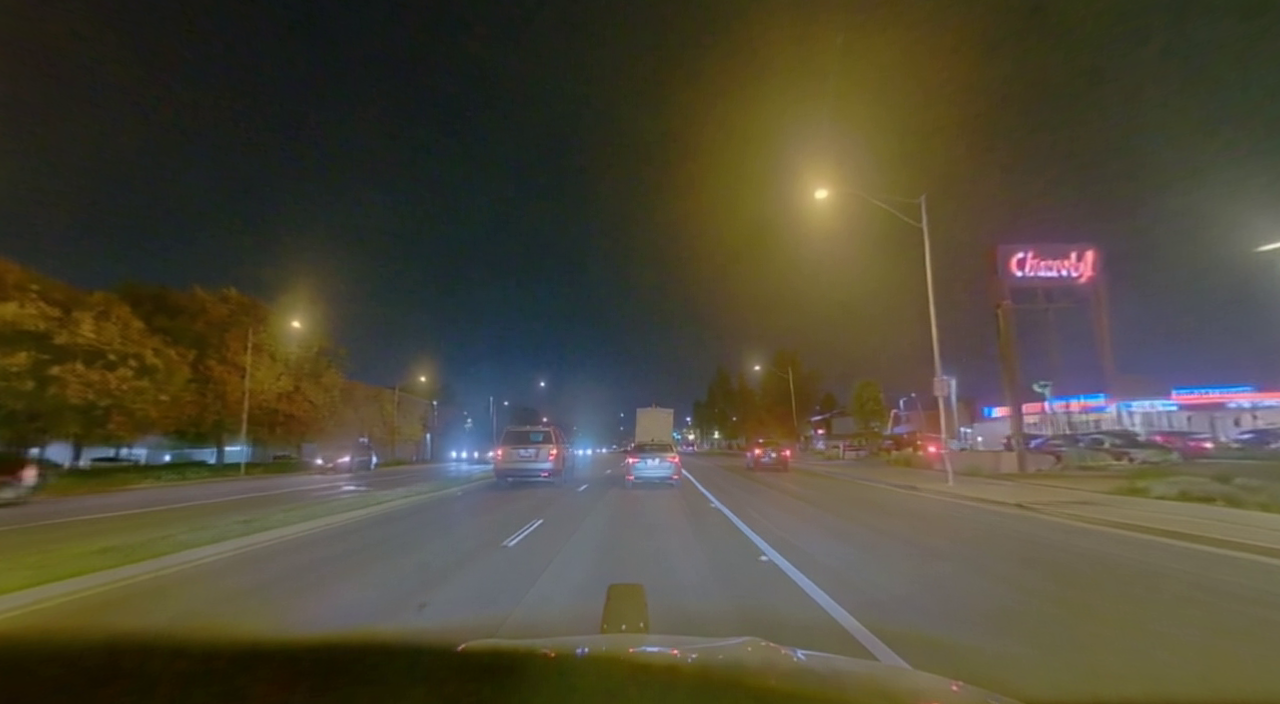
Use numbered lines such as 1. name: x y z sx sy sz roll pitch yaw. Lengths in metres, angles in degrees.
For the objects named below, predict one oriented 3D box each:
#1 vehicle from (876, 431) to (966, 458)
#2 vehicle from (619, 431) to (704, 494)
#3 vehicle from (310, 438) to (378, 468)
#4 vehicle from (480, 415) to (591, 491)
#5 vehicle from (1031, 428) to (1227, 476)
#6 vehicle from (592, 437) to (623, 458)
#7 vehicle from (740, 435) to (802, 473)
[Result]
1. vehicle: 16.332 5.382 36.757 4.323 1.496 1.937 0 -8 0
2. vehicle: 0.540 2.985 17.358 2.061 1.494 4.079 0 -8 1
3. vehicle: -18.782 6.408 40.238 2.141 1.820 4.690 0 -8 -1
4. vehicle: -2.906 2.980 18.903 2.289 1.935 5.227 0 -8 2
5. vehicle: 15.555 3.197 20.250 4.756 1.422 1.831 0 -8 0
6. vehicle: -2.373 7.057 46.576 1.902 1.522 3.523 -1 -8 3
7. vehicle: 5.653 4.444 27.719 1.900 1.507 4.151 0 -8 1
